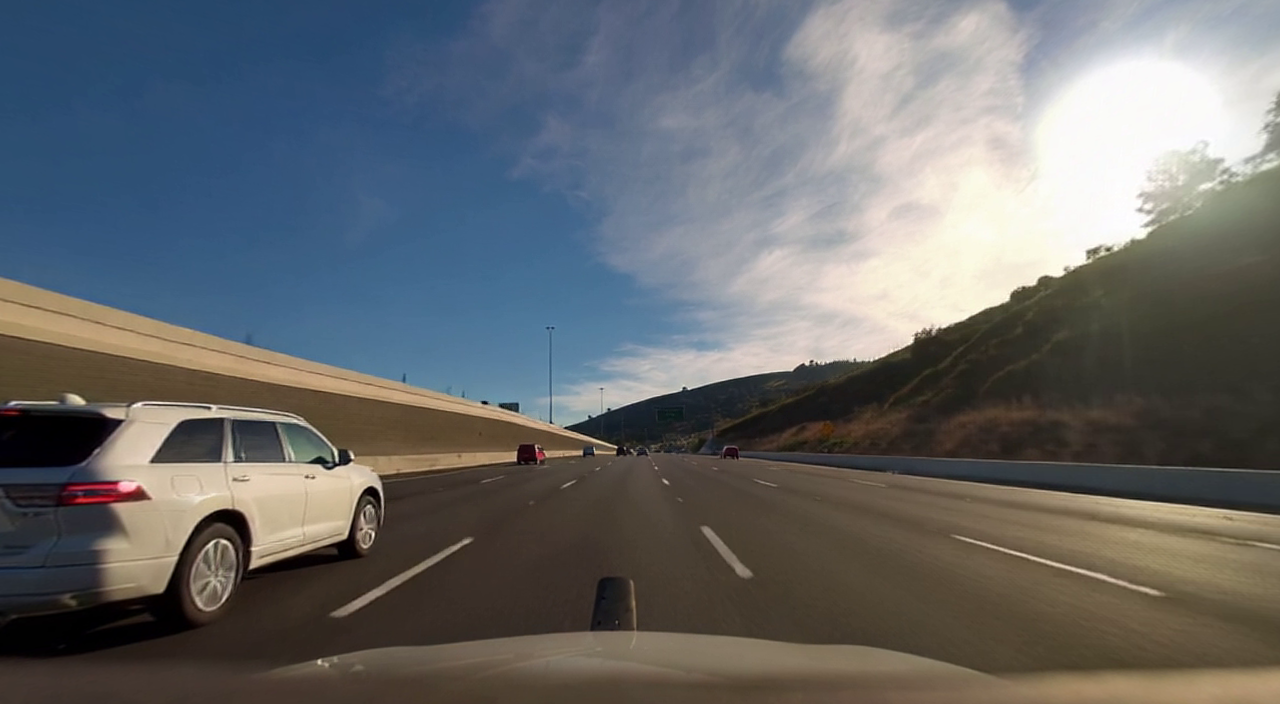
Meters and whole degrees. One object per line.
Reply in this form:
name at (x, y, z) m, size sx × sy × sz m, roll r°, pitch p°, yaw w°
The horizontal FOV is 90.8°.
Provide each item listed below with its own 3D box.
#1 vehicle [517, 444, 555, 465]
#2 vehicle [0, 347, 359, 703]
vehicle at (-7.910, 7.850, 48.530) m, size 2.054 × 1.474 × 4.450 m, roll 0°, pitch -9°, yaw 1°
vehicle at (-3.757, 1.005, 3.708) m, size 2.047 × 1.715 × 4.689 m, roll 0°, pitch -9°, yaw 0°
